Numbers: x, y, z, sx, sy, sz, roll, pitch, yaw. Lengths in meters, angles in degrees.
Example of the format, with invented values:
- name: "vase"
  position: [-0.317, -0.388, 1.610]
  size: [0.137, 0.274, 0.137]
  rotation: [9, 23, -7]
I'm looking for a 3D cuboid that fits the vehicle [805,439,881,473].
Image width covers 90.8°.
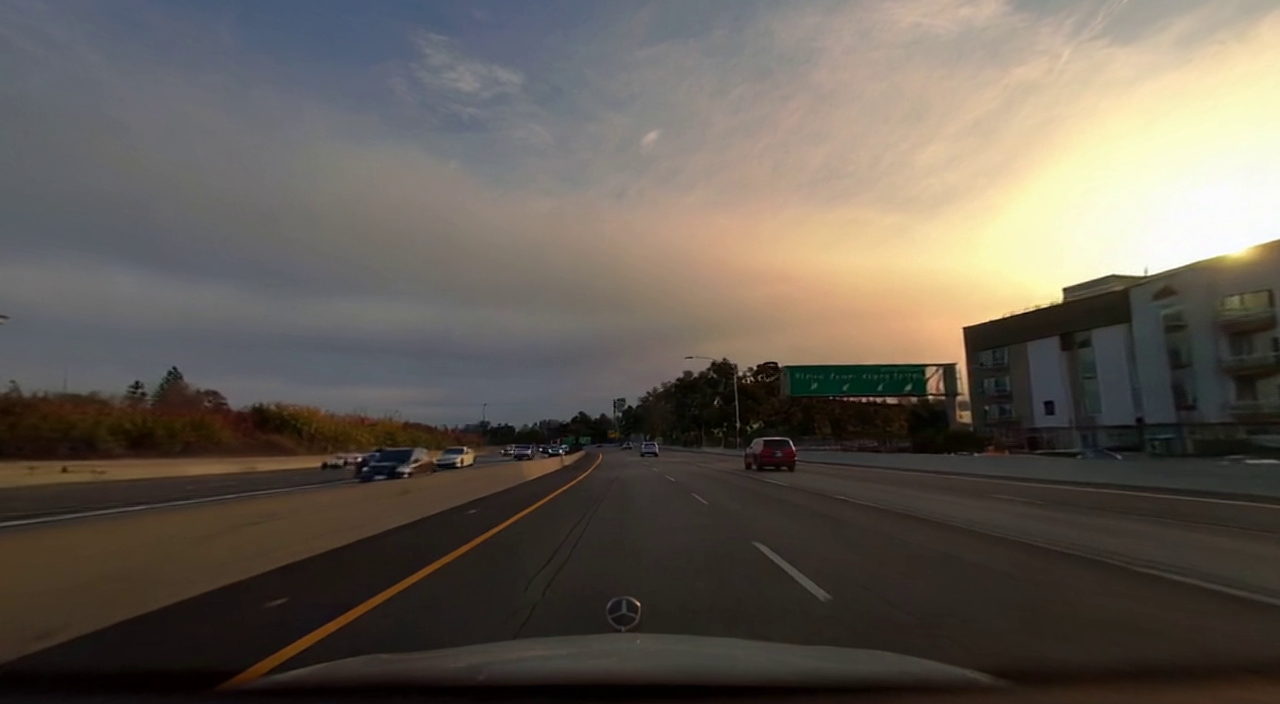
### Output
- name: "vehicle"
  position: [9.844, 5.095, 31.102]
  size: [1.981, 1.508, 4.768]
  rotation: [0, -9, -2]

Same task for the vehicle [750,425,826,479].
- name: "vehicle"
  position: [6.354, 4.366, 27.767]
  size: [2.043, 2.154, 4.731]
  rotation: [0, -9, -2]

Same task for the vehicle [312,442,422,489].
- name: "vehicle"
  position: [-10.268, 4.277, 24.259]
  size: [2.371, 1.606, 4.532]
  rotation: [1, -8, -3]
